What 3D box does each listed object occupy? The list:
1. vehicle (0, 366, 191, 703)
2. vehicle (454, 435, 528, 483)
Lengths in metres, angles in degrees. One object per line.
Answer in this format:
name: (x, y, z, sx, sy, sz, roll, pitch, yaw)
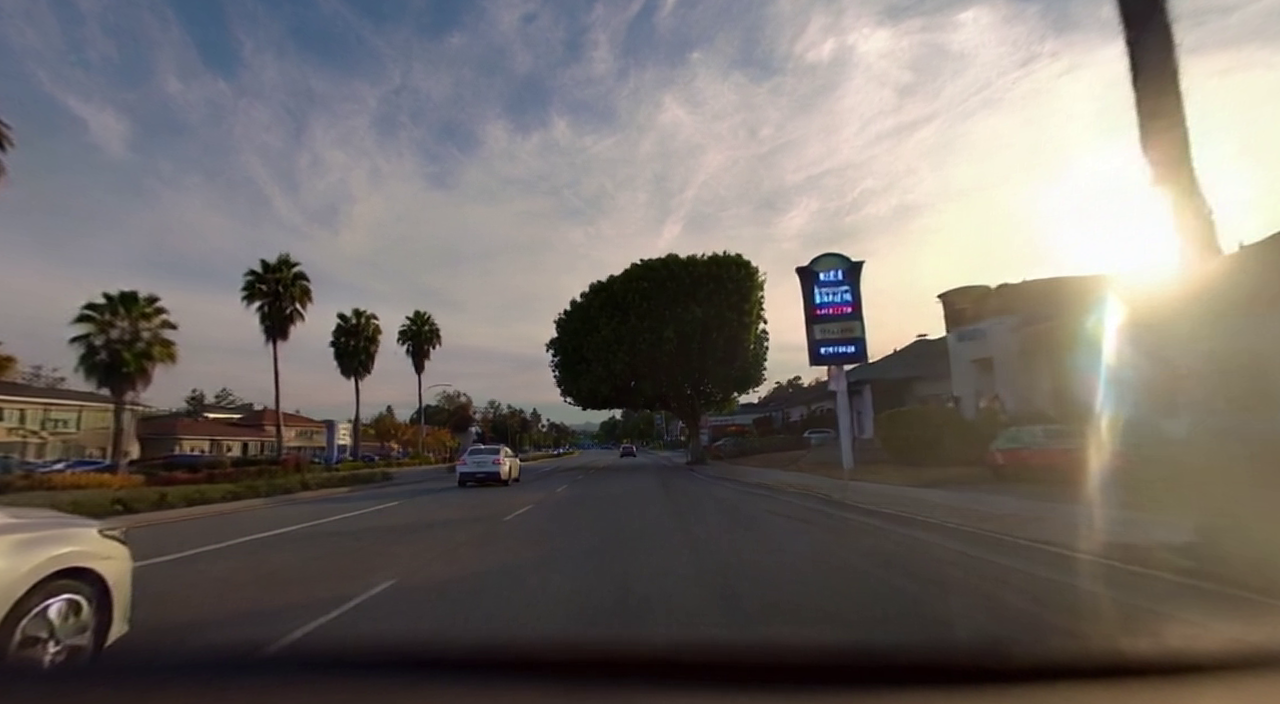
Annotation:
vehicle: (-3.850, 0.762, 1.810, 2.041, 1.666, 4.182, 0, -8, -1)
vehicle: (-6.199, 4.501, 26.731, 2.136, 1.844, 4.363, 0, -8, -1)
